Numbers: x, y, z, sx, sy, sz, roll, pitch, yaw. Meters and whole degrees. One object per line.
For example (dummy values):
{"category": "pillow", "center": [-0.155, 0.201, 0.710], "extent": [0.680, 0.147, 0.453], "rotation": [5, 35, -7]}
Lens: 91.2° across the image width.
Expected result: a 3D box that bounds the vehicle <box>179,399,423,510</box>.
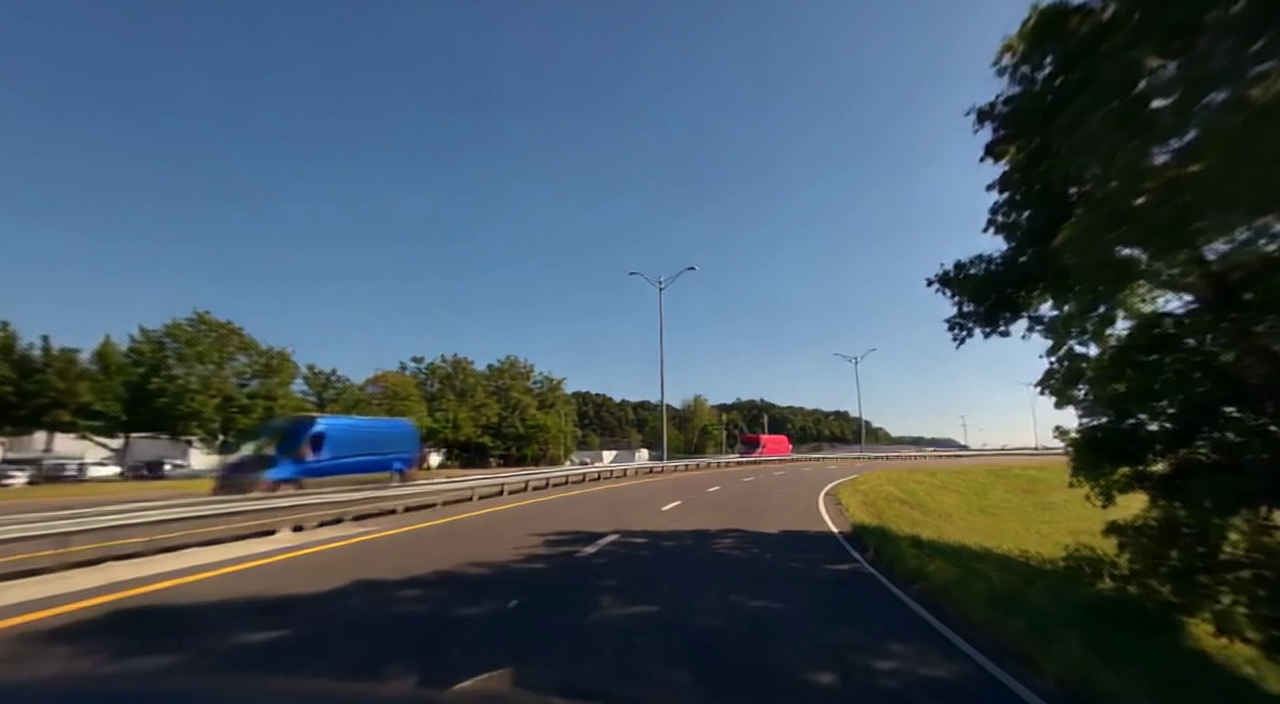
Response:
{"category": "vehicle", "center": [-9.760, 3.088, 19.152], "extent": [2.447, 2.725, 6.755], "rotation": [-3, -9, 15]}
